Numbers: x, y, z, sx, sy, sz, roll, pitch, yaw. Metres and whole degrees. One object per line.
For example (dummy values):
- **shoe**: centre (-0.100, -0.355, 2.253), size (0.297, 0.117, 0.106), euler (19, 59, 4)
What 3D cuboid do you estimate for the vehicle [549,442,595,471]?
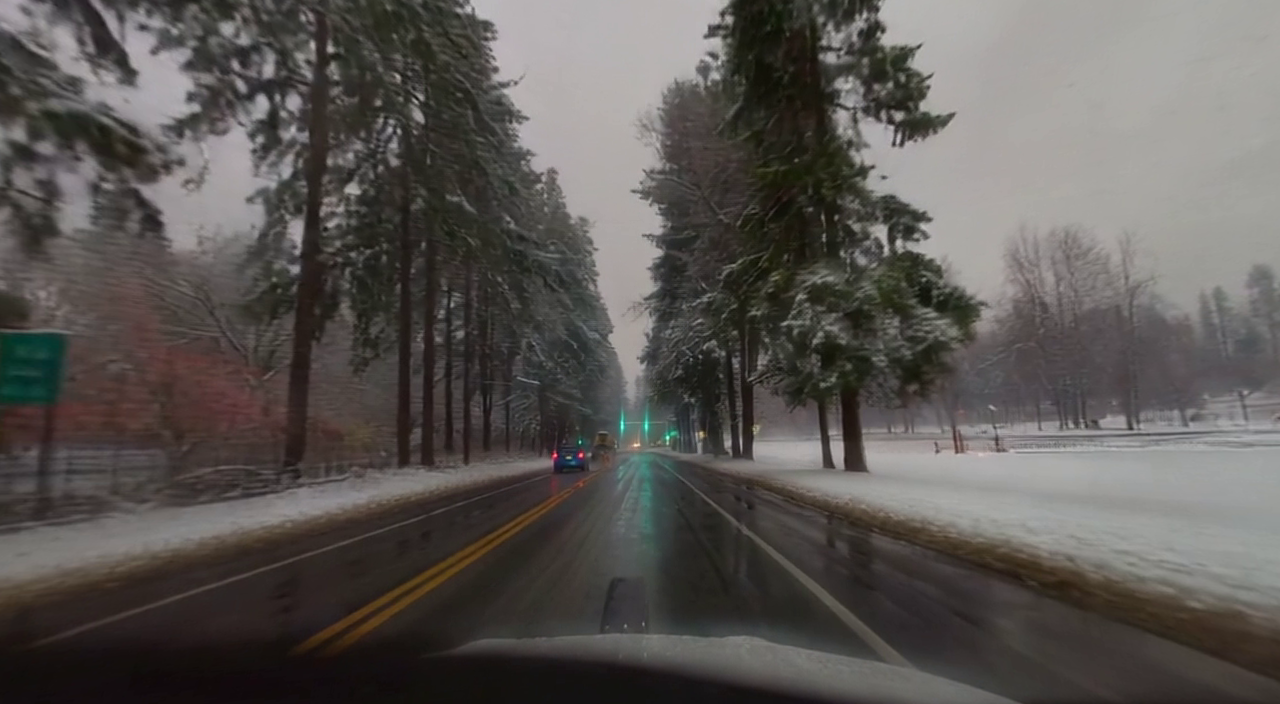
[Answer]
- **vehicle**: centre (-3.747, 5.839, 35.428), size (2.005, 1.462, 4.345), euler (0, -8, 1)
